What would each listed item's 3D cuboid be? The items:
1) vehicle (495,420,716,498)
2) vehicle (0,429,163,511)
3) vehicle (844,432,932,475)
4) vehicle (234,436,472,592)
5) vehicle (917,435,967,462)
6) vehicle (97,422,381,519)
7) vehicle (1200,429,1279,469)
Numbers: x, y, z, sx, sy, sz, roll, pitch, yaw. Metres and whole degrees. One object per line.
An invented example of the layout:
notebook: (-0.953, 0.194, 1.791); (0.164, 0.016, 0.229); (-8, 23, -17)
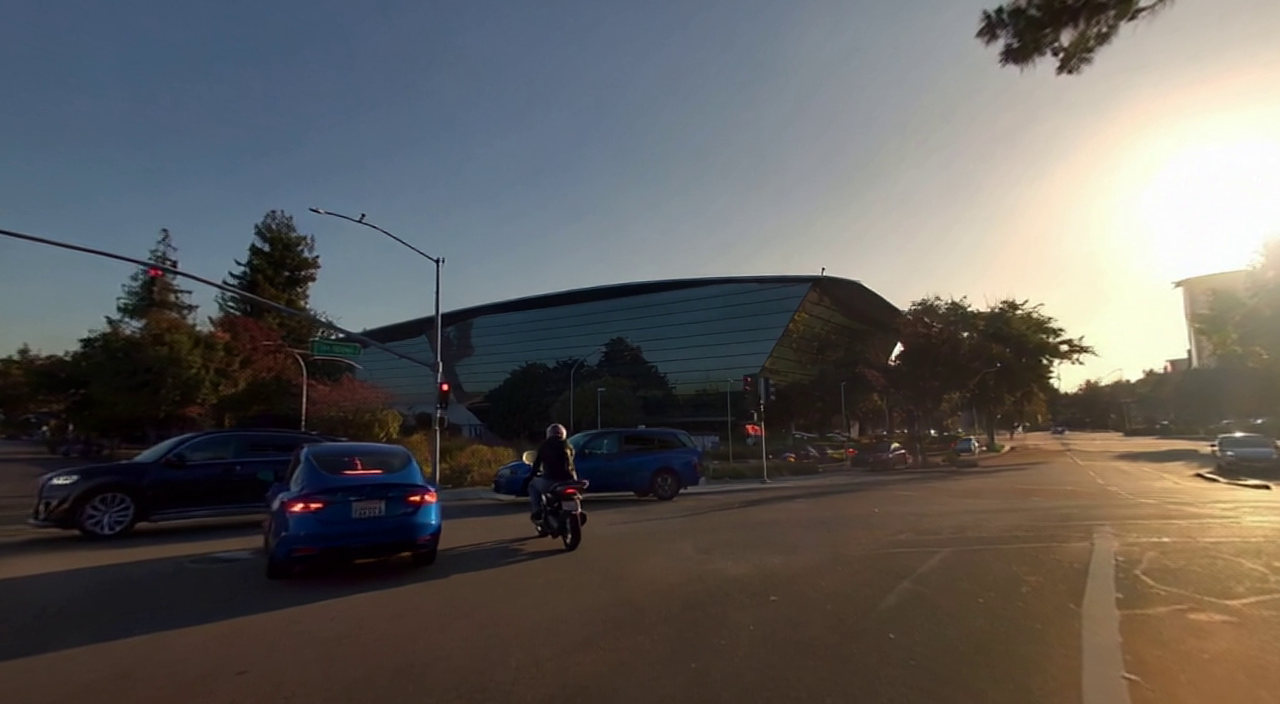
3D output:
vehicle: (-1.022, 2.985, 18.005); (5.833, 1.960, 2.341); (2, -9, -18)
vehicle: (-14.158, 2.755, 15.049); (4.380, 1.727, 2.052); (-3, -9, 15)
vehicle: (10.751, 4.320, 27.136); (2.084, 1.656, 4.583); (-7, -11, 39)
vehicle: (-3.949, 1.857, 8.256); (2.009, 1.450, 4.182); (5, -10, -35)
vehicle: (18.528, 5.872, 38.619); (2.024, 1.543, 4.028); (-6, -10, 34)
vehicle: (-7.977, 2.357, 12.824); (4.583, 1.755, 1.936); (-1, -8, 7)
vehicle: (24.829, 3.965, 25.944); (1.872, 1.467, 4.385); (-6, -10, 32)
